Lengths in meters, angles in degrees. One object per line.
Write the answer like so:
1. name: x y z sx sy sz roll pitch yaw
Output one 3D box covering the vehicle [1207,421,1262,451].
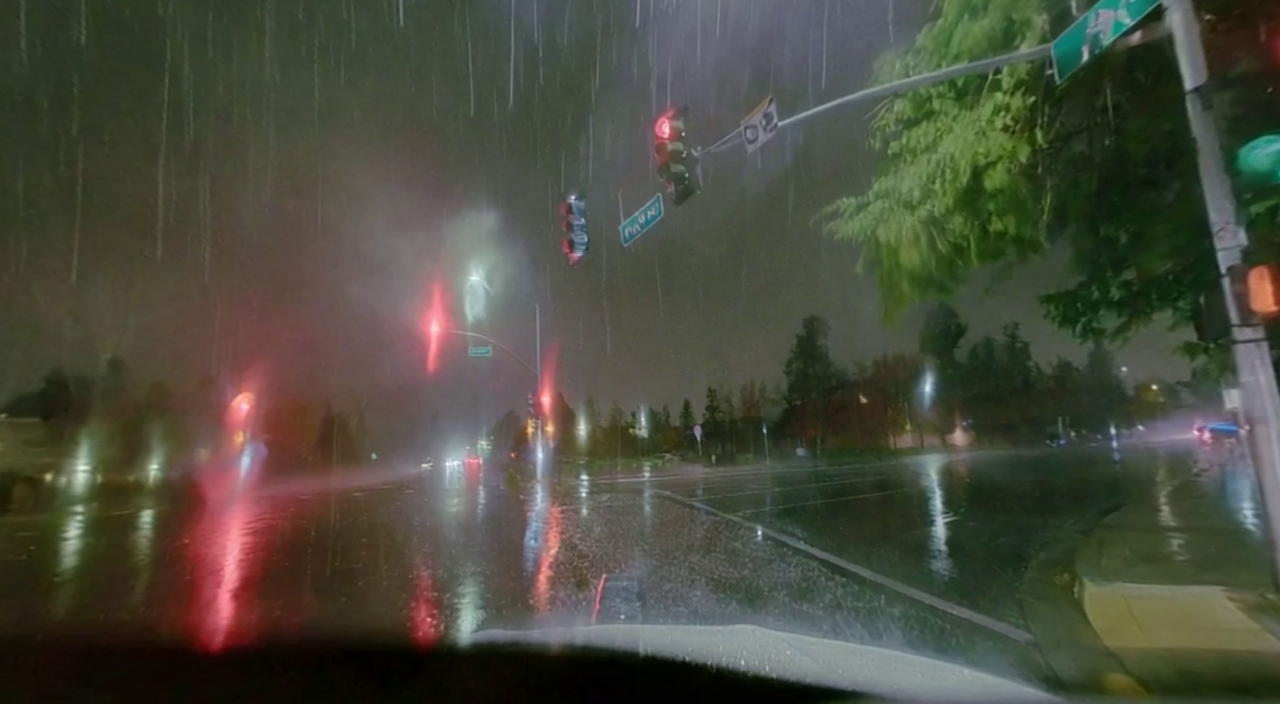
1. vehicle: 40.731 5.785 43.218 5.049 1.896 2.194 8 -12 -42
